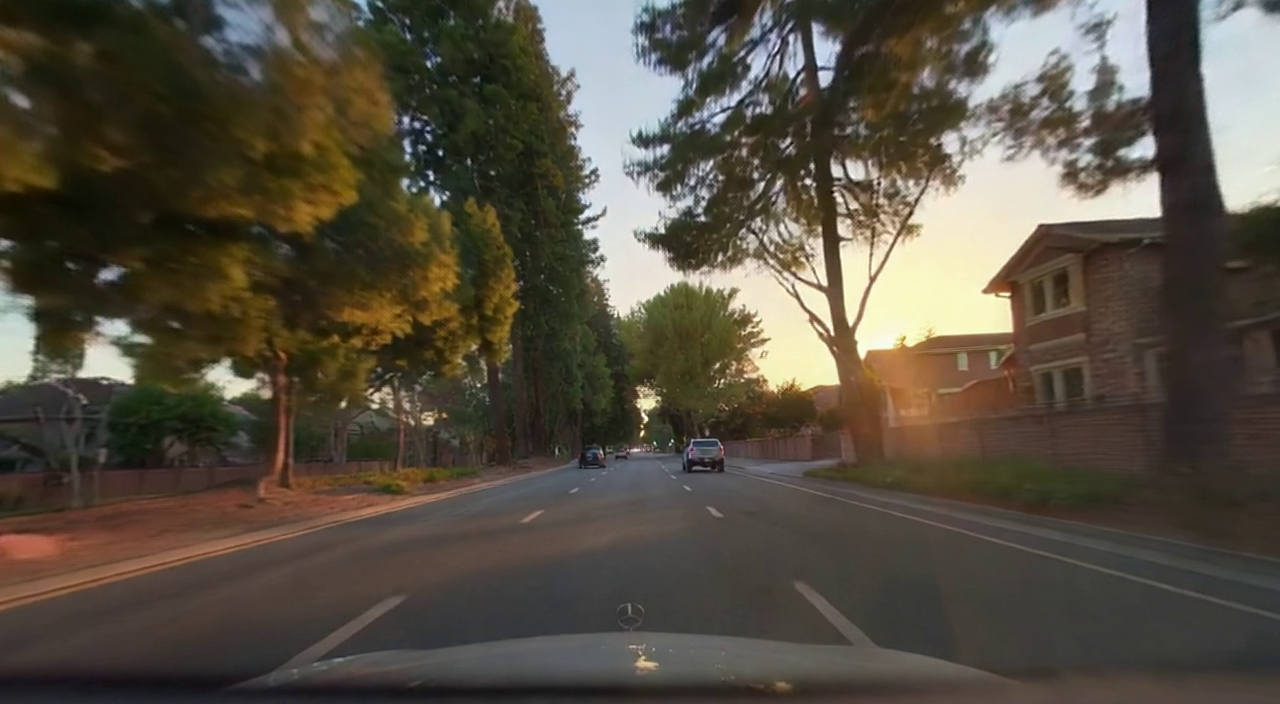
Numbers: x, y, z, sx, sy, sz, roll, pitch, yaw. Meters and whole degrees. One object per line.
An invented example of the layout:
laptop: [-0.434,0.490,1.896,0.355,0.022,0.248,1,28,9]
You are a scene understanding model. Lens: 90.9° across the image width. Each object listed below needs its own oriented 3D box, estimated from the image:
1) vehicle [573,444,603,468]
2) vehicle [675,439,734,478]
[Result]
vehicle: [-3.992,8.153,49.489,2.002,1.747,4.728,0,-8,-1]
vehicle: [3.003,5.129,30.595,2.321,1.695,5.037,0,-8,0]
